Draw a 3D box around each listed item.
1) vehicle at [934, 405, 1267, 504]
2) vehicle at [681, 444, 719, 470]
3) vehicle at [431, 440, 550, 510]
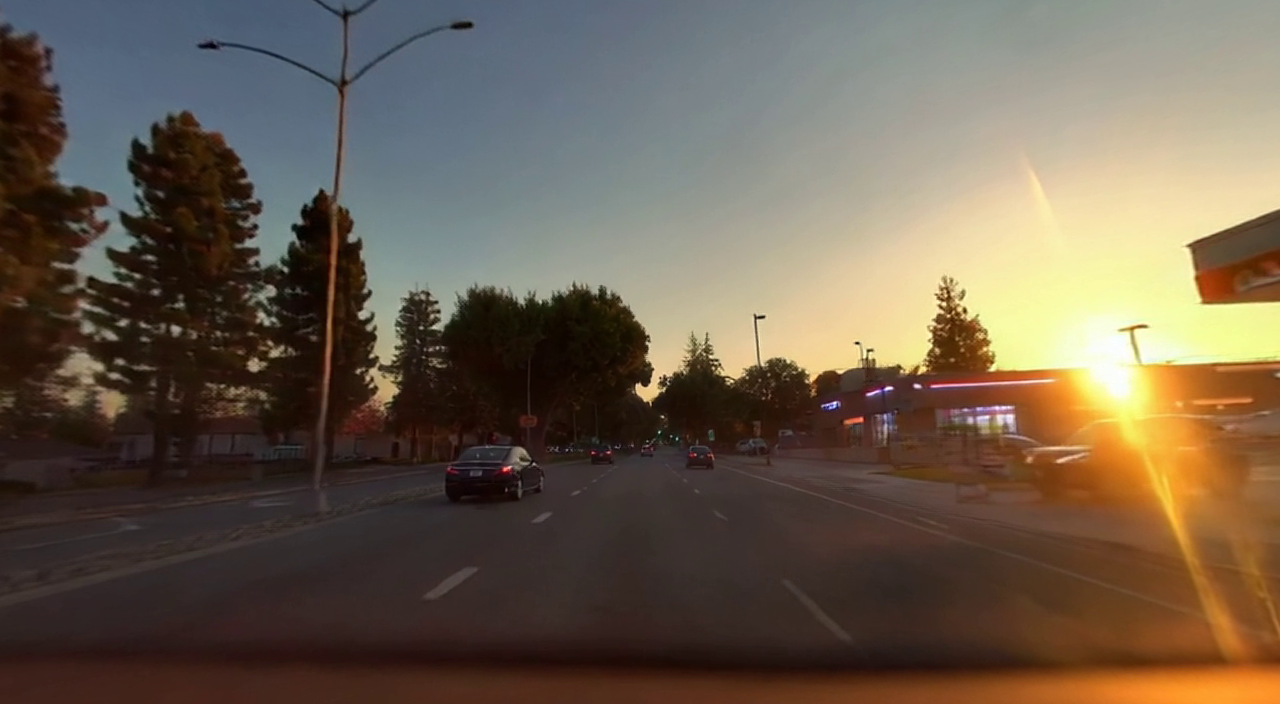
[{"bbox_3d":[10.603,2.436,15.008,5.931,1.872,2.264,-3,-9,3],"label":"vehicle"},{"bbox_3d":[3.615,6.366,38.387,1.883,1.465,3.975,0,-8,-1],"label":"vehicle"},{"bbox_3d":[-3.485,2.939,15.603,1.803,1.463,4.422,0,-8,1],"label":"vehicle"}]
